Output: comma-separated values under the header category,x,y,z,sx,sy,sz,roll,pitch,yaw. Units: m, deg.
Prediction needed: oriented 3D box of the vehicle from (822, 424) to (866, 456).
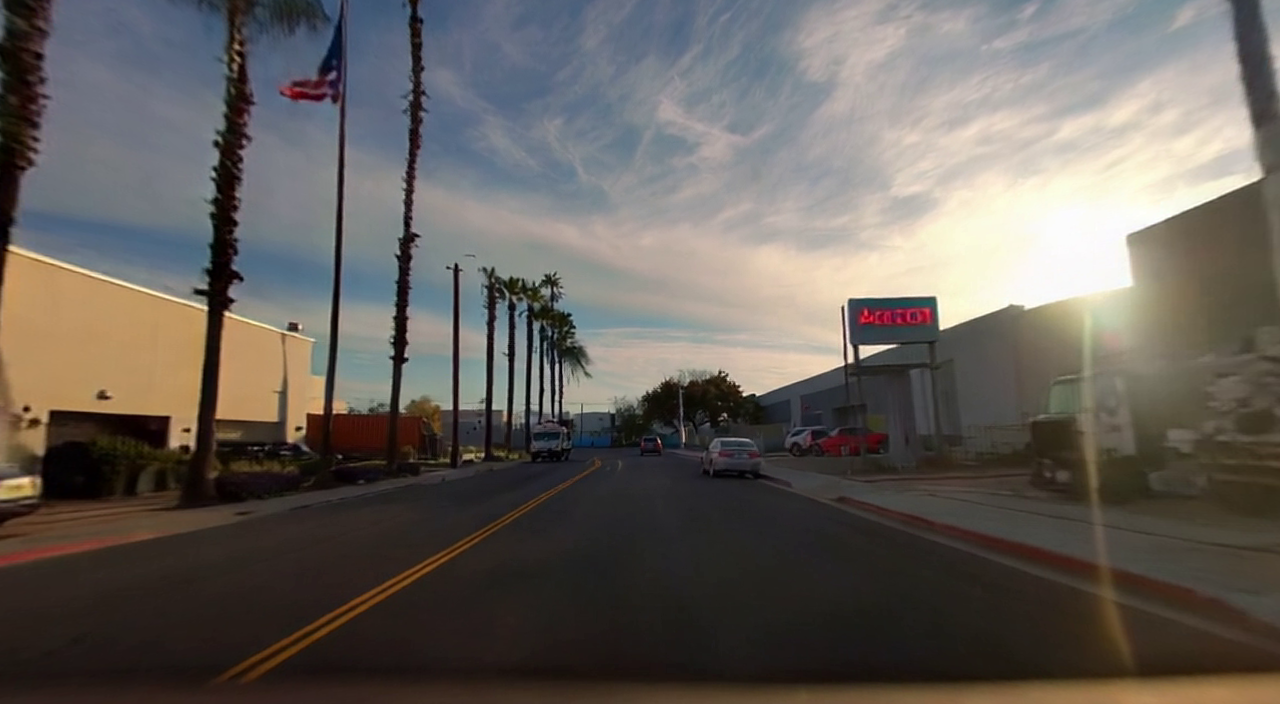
category,x,y,z,sx,sy,sz,roll,pitch,yaw
vehicle,12.690,5.479,39.157,2.159,1.840,4.404,-4,-9,23

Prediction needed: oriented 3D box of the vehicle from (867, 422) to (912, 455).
category,x,y,z,sx,sy,sz,roll,pitch,yaw
vehicle,15.286,5.351,38.803,2.311,1.876,4.987,-3,-9,20

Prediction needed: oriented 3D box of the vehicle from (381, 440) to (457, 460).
category,x,y,z,sx,sy,sz,roll,pitch,yaw
vehicle,-16.576,7.349,47.533,4.890,1.483,2.055,0,-8,3

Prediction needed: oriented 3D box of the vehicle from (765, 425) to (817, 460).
category,x,y,z,sx,sy,sz,roll,pitch,yaw
vehicle,9.374,5.550,38.805,2.325,1.877,5.987,-6,-9,19

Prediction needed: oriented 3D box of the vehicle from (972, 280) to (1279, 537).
category,x,y,z,sx,sy,sz,roll,pitch,yaw
vehicle,8.873,1.000,9.692,2.958,2.947,8.284,0,-8,-1

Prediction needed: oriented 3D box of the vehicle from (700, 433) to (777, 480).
category,x,y,z,sx,sy,sz,roll,pitch,yaw
vehicle,3.639,3.967,24.238,2.111,1.611,4.576,0,-8,-1

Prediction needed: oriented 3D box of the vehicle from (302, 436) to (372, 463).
category,x,y,z,sx,sy,sz,roll,pitch,yaw
vehicle,-20.412,6.592,42.908,2.152,1.746,5.461,0,-8,-1

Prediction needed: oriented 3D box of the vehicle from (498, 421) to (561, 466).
category,x,y,z,sx,sy,sz,roll,pitch,yaw
vehicle,-7.559,6.383,44.137,2.845,2.738,7.208,-3,-8,1
